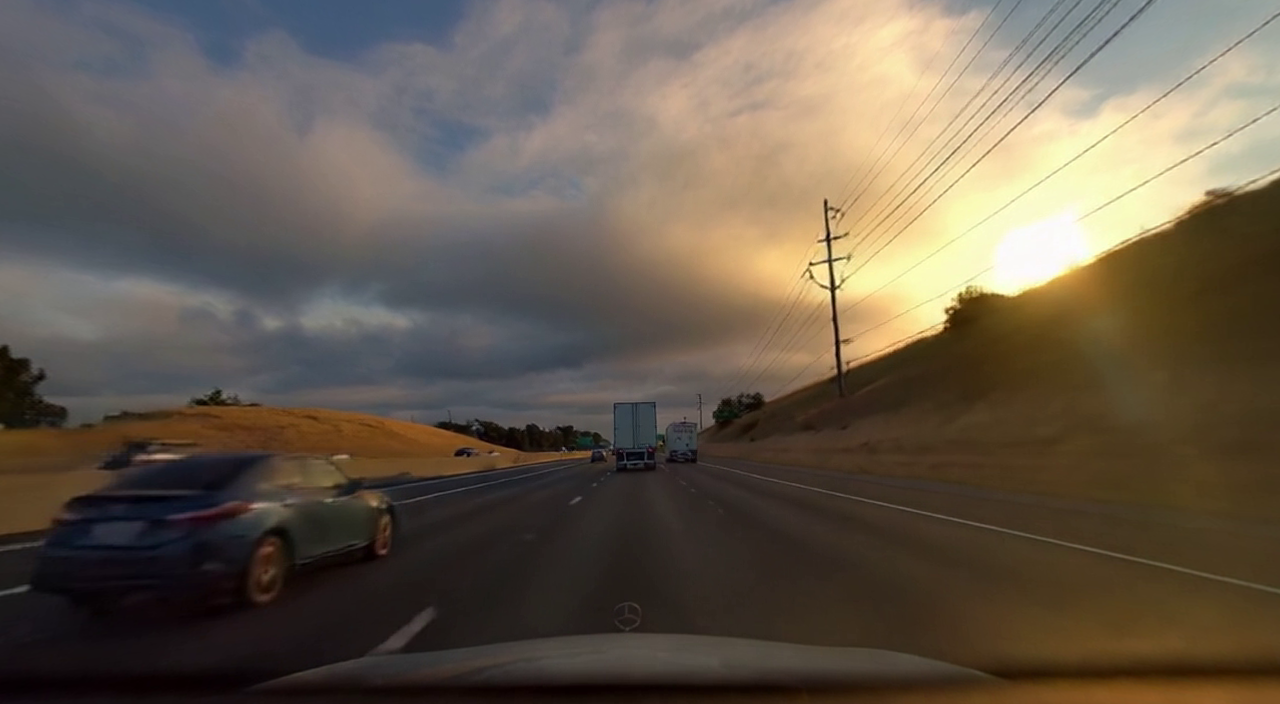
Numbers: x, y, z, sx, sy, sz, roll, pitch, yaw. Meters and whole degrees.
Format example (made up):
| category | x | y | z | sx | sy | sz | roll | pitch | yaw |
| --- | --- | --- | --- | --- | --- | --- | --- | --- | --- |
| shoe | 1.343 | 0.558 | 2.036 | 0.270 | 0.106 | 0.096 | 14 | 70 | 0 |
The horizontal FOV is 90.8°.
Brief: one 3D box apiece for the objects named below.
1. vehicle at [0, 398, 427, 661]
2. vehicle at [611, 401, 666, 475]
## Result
| category | x | y | z | sx | sy | sz | roll | pitch | yaw |
| --- | --- | --- | --- | --- | --- | --- | --- | --- | --- |
| vehicle | -3.890 | 1.467 | 6.265 | 2.050 | 1.679 | 4.253 | 0 | -9 | 0 |
| vehicle | -0.075 | 5.584 | 40.375 | 2.985 | 4.025 | 10.982 | 0 | -9 | 0 |
